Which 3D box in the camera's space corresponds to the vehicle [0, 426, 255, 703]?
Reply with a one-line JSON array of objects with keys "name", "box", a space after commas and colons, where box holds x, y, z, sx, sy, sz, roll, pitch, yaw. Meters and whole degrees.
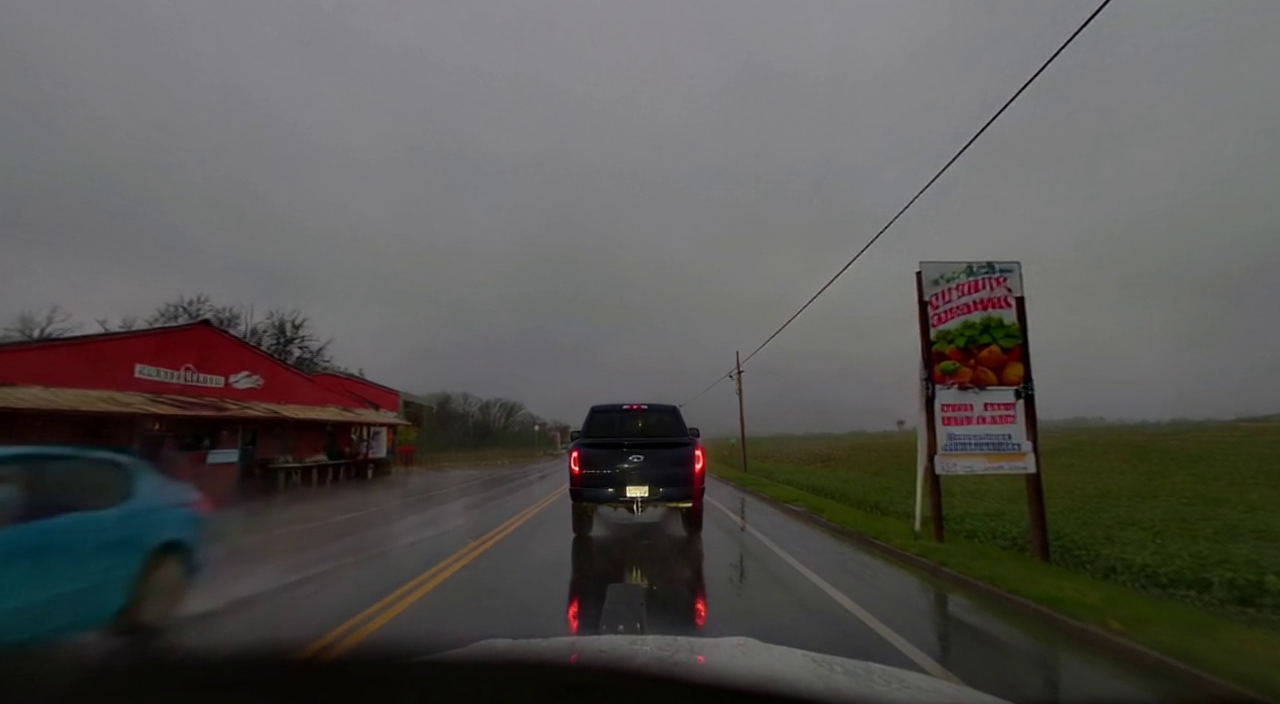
[{"name": "vehicle", "box": [-4.350, 1.115, 3.164, 2.121, 1.473, 4.390, 0, -8, -1]}]

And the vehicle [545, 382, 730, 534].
[{"name": "vehicle", "box": [-0.111, 1.985, 12.307, 2.693, 2.223, 5.885, 0, -8, -2]}]
